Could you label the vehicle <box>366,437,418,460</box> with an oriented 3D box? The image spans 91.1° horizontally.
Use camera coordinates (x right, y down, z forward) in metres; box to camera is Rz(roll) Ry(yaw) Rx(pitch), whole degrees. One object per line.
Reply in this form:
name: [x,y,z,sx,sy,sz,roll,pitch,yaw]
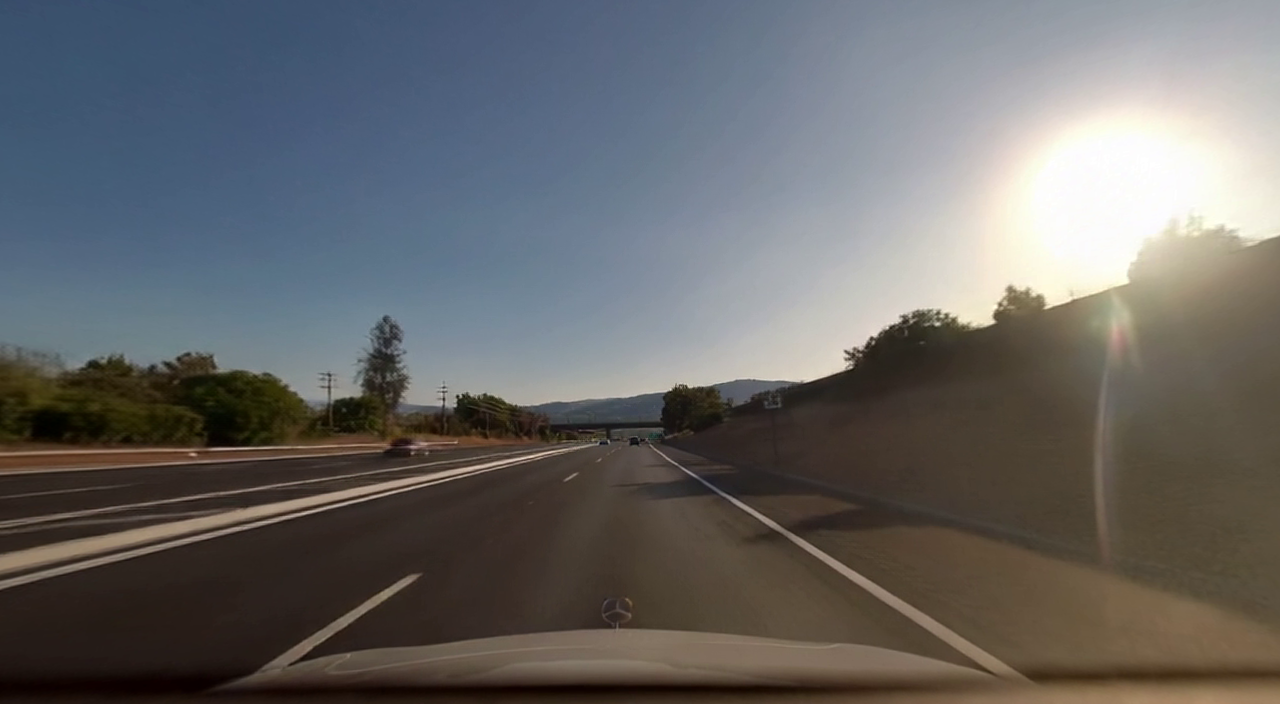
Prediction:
vehicle: [-17.207,6.698,43.795,1.867,1.511,4.116,0,-8,1]
